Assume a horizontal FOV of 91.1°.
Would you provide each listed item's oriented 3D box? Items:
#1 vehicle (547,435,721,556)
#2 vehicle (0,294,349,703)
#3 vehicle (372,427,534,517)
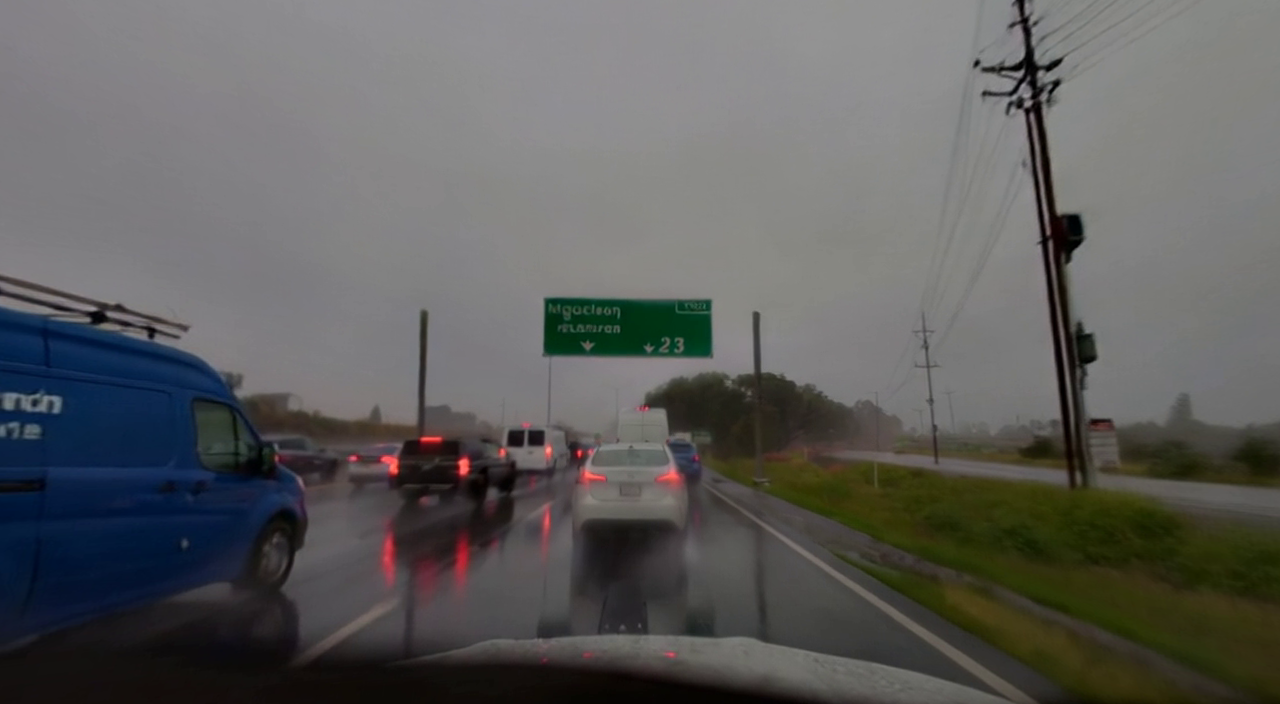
[{"bbox_3d":[-0.059,2.010,9.559,2.054,1.421,4.090,0,-8,0],"label":"vehicle"},{"bbox_3d":[-3.886,0.853,3.606,2.142,1.952,4.556,0,-8,1],"label":"vehicle"},{"bbox_3d":[-3.876,2.569,13.980,2.114,1.657,4.432,0,-8,2],"label":"vehicle"}]
